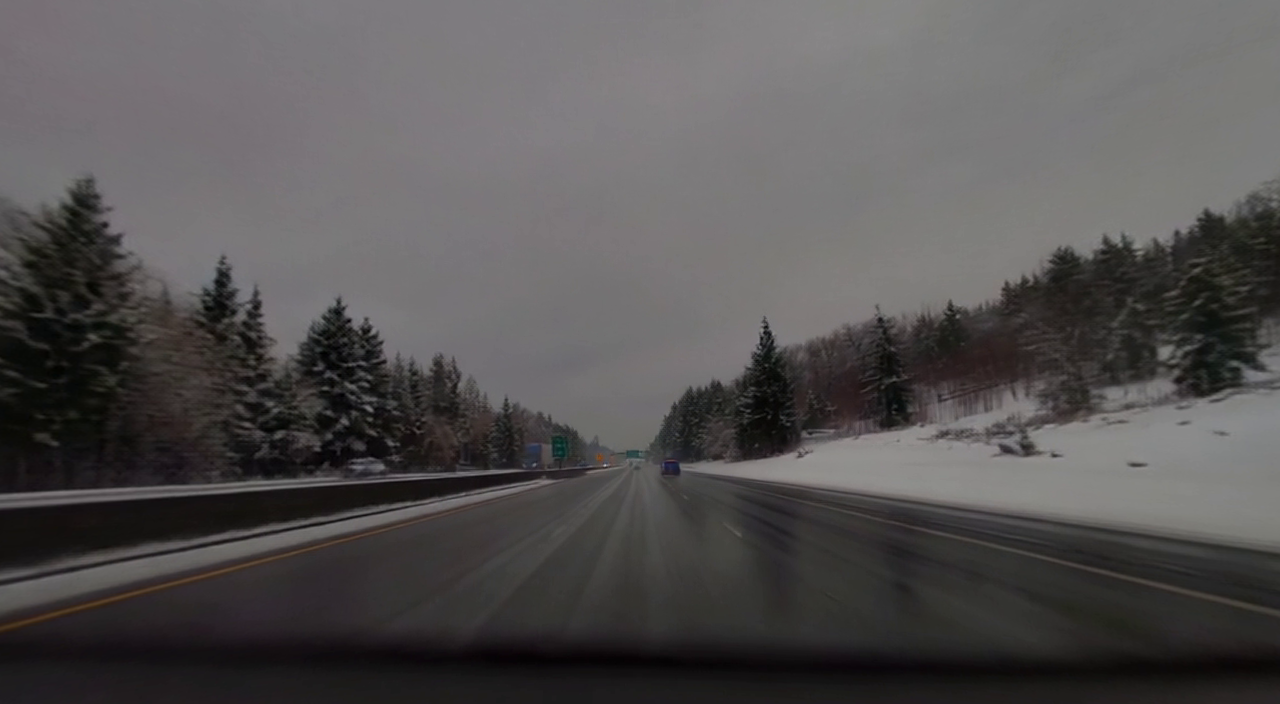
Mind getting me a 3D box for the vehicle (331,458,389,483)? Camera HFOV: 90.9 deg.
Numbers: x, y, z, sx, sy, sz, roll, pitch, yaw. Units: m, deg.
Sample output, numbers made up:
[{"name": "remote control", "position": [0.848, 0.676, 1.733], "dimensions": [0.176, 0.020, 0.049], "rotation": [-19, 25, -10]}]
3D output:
[{"name": "vehicle", "position": [-19.130, 8.124, 43.220], "dimensions": [1.905, 1.608, 4.405], "rotation": [1, -11, 0]}]
